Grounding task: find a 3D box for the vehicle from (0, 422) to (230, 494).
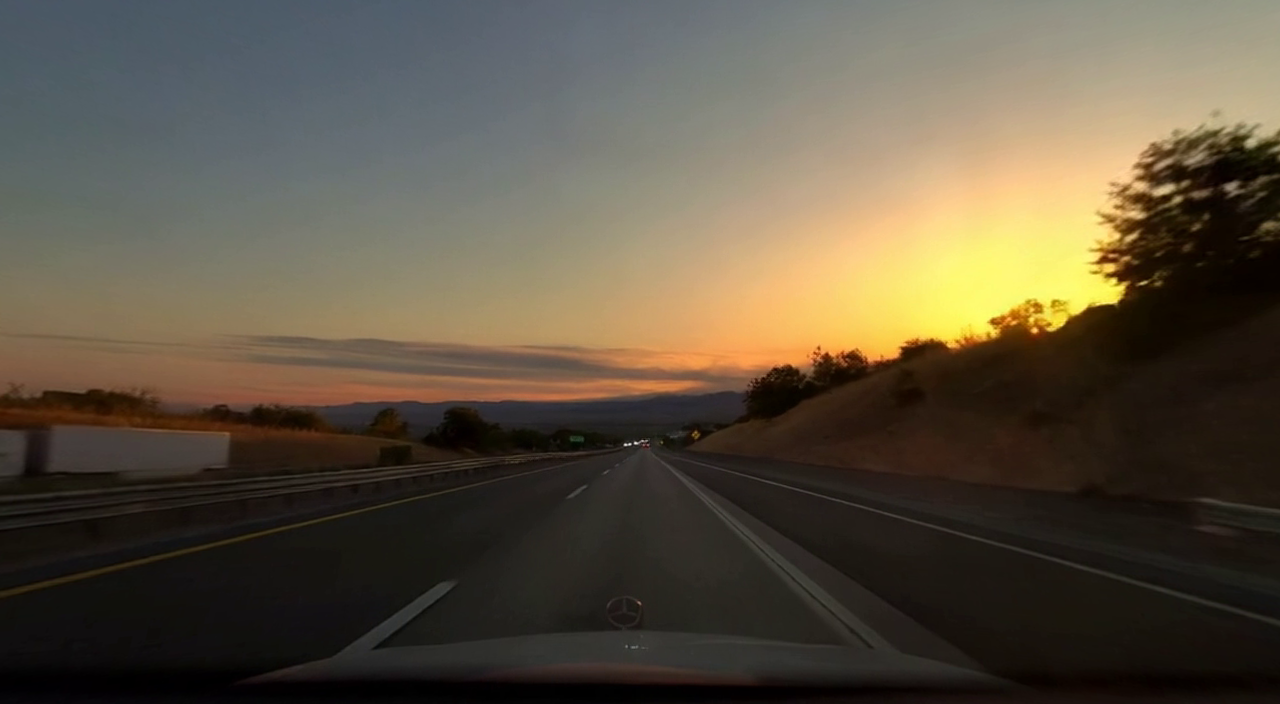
[{"bbox_3d":[-36.422,7.447,45.091,2.972,4.186,16.376,0,-9,1],"label":"vehicle"}]
